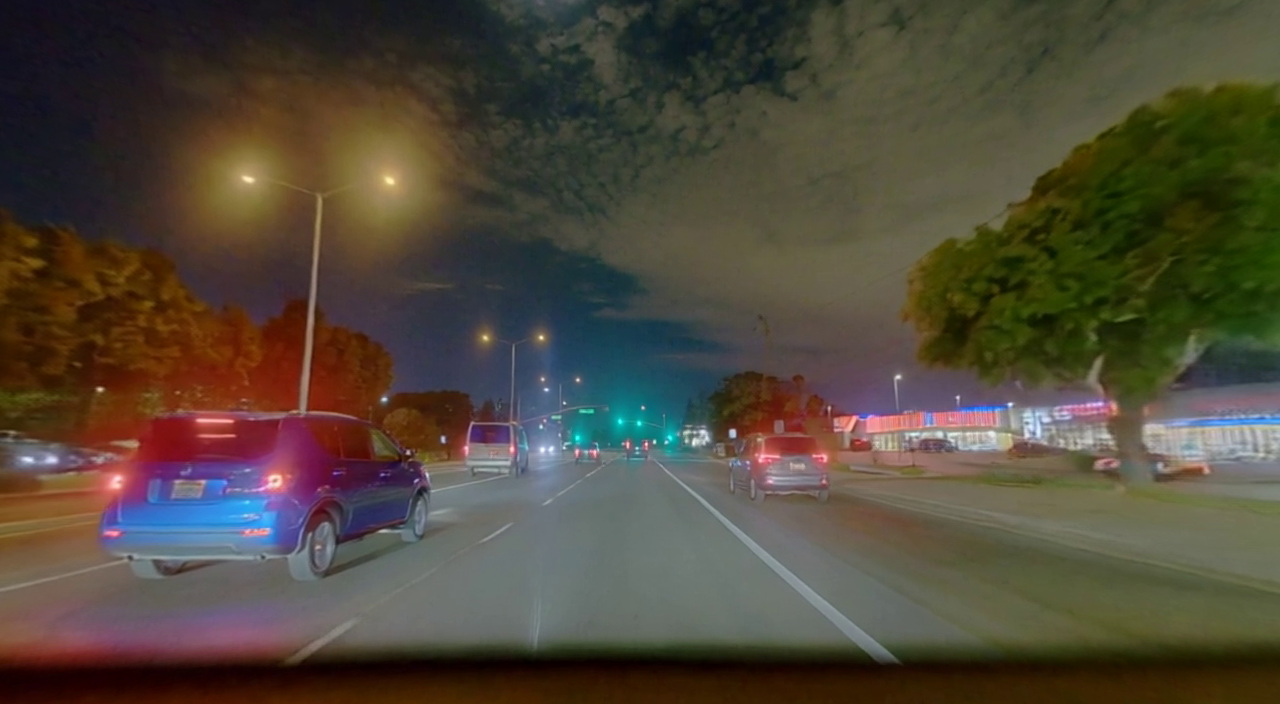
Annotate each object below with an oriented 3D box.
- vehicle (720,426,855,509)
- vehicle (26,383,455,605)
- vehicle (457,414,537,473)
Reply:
[{"bbox_3d":[3.542,2.899,16.232,2.167,1.792,4.835,1,-9,-2],"label":"vehicle"},{"bbox_3d":[-3.824,1.453,7.235,2.038,1.748,4.303,0,-9,0],"label":"vehicle"},{"bbox_3d":[-6.812,4.516,30.946,2.863,2.592,6.410,1,-9,-4],"label":"vehicle"}]
